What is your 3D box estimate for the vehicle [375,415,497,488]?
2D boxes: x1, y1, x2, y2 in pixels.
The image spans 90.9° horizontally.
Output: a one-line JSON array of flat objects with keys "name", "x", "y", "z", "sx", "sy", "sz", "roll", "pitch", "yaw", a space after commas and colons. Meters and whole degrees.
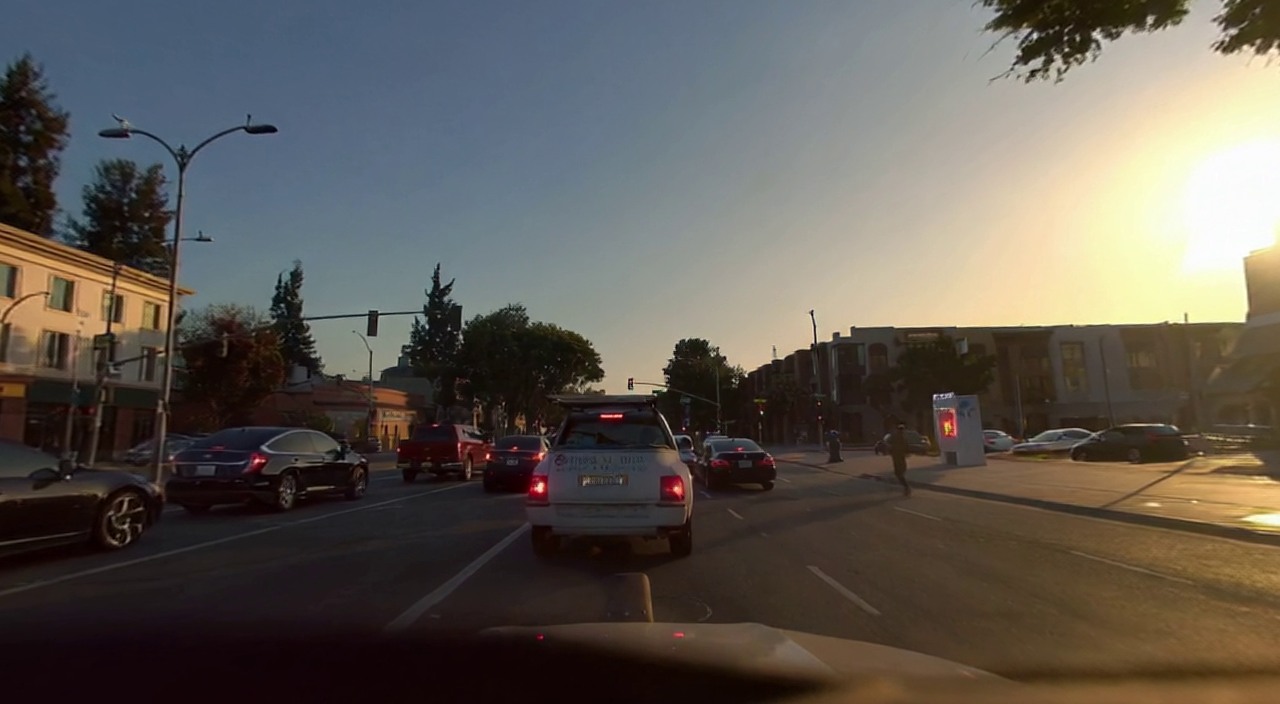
[{"name": "vehicle", "x": -6.475, "y": 3.244, "z": 20.694, "sx": 2.496, "sy": 2.112, "sz": 4.351, "roll": 0, "pitch": -8, "yaw": 0}]

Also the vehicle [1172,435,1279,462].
[{"name": "vehicle", "x": 29.687, "y": 4.863, "z": 31.720, "sx": 4.176, "sy": 1.313, "sz": 1.719, "roll": 0, "pitch": -8, "yaw": 2}]

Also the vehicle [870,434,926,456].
[{"name": "vehicle", "x": 20.114, "y": 7.224, "z": 49.071, "sx": 4.361, "sy": 1.653, "sz": 2.034, "roll": 6, "pitch": -10, "yaw": -36}]

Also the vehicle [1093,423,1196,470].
[{"name": "vehicle", "x": 19.264, "y": 3.588, "z": 24.033, "sx": 4.156, "sy": 1.622, "sz": 1.924, "roll": 6, "pitch": -10, "yaw": -36}]

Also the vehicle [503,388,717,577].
[{"name": "vehicle", "x": -0.302, "y": 1.579, "z": 8.321, "sx": 2.064, "sy": 1.817, "sz": 4.298, "roll": 0, "pitch": -8, "yaw": 0}]

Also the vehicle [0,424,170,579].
[{"name": "vehicle", "x": -6.964, "y": 1.400, "z": 5.848, "sx": 1.831, "sy": 1.451, "sz": 4.382, "roll": 0, "pitch": -8, "yaw": -1}]

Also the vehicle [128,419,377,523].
[{"name": "vehicle", "x": -7.157, "y": 2.236, "z": 12.385, "sx": 1.941, "sy": 1.655, "sz": 4.503, "roll": 0, "pitch": -8, "yaw": 1}]

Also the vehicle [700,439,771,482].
[{"name": "vehicle", "x": 3.439, "y": 3.994, "z": 23.543, "sx": 2.023, "sy": 1.441, "sz": 4.240, "roll": 0, "pitch": -8, "yaw": 1}]

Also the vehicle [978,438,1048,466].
[{"name": "vehicle", "x": 20.118, "y": 5.348, "z": 33.962, "sx": 3.836, "sy": 1.443, "sz": 1.694, "roll": 5, "pitch": -10, "yaw": -35}]
